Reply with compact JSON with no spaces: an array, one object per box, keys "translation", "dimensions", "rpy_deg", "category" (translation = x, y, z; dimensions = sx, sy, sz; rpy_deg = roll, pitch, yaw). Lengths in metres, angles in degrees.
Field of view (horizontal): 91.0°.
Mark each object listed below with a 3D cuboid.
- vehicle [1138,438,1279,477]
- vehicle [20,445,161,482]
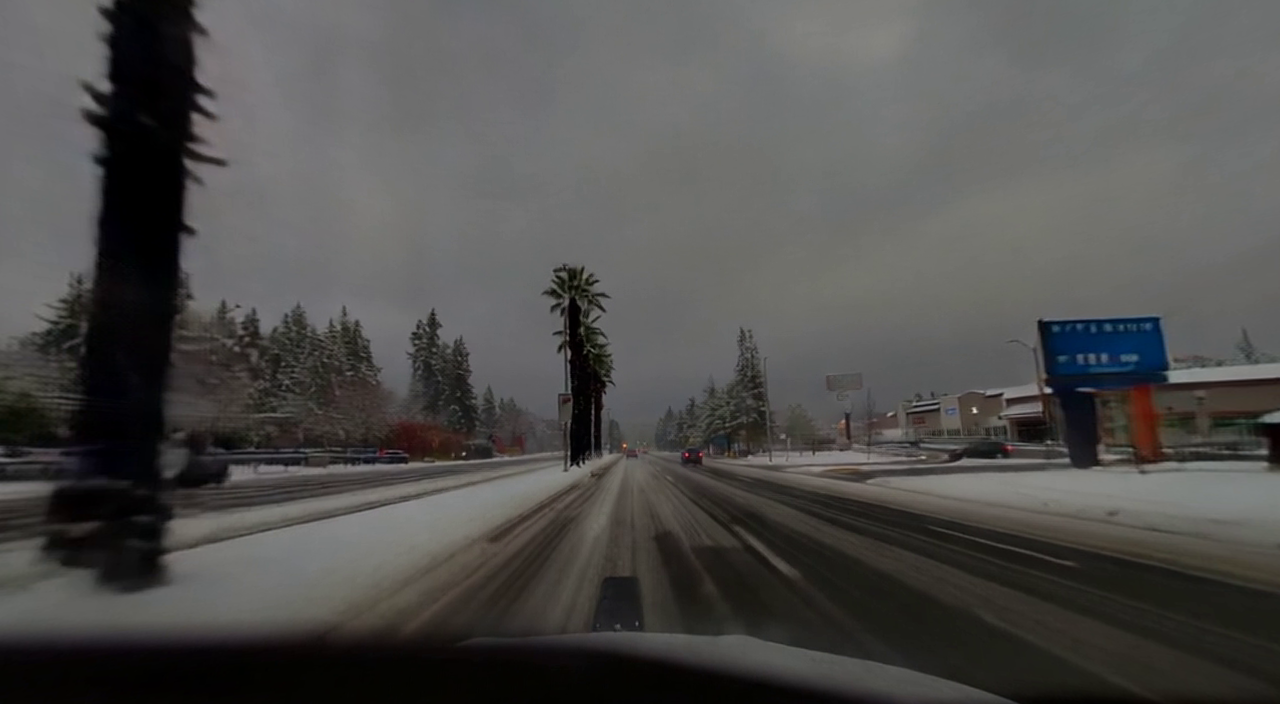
[{"translation":[24.177,4.494,26.970],"dimensions":[1.881,1.509,4.448],"rpy_deg":[1,-8,-3],"category":"vehicle"},{"translation":[-30.627,6.212,35.240],"dimensions":[5.493,1.979,2.437],"rpy_deg":[0,-9,-2],"category":"vehicle"}]
